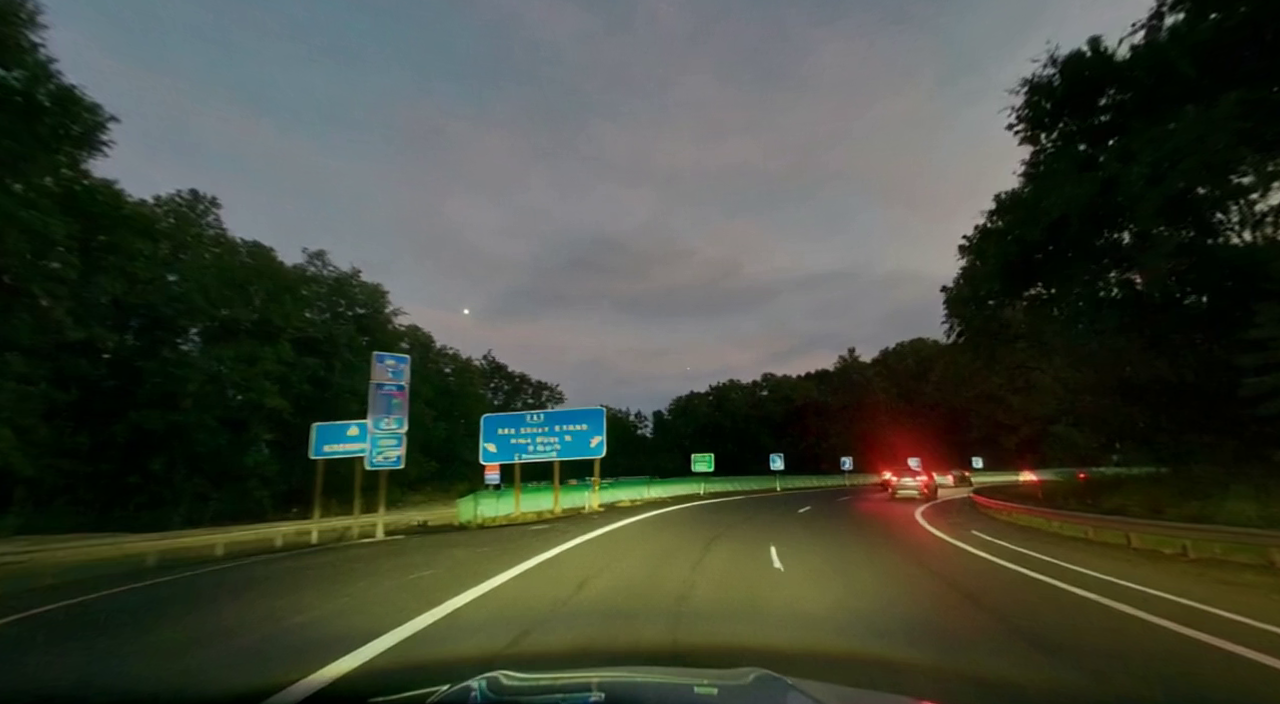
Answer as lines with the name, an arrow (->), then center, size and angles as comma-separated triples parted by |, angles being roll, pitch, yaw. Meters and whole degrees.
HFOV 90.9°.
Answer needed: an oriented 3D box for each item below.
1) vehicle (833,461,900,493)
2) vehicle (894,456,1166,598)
vehicle -> 11.624, 6.372, 32.187 | 1.992, 1.503, 3.793 | -8, -13, 38
vehicle -> 5.446, 2.447, 9.592 | 2.023, 1.593, 4.105 | -1, -10, 10
